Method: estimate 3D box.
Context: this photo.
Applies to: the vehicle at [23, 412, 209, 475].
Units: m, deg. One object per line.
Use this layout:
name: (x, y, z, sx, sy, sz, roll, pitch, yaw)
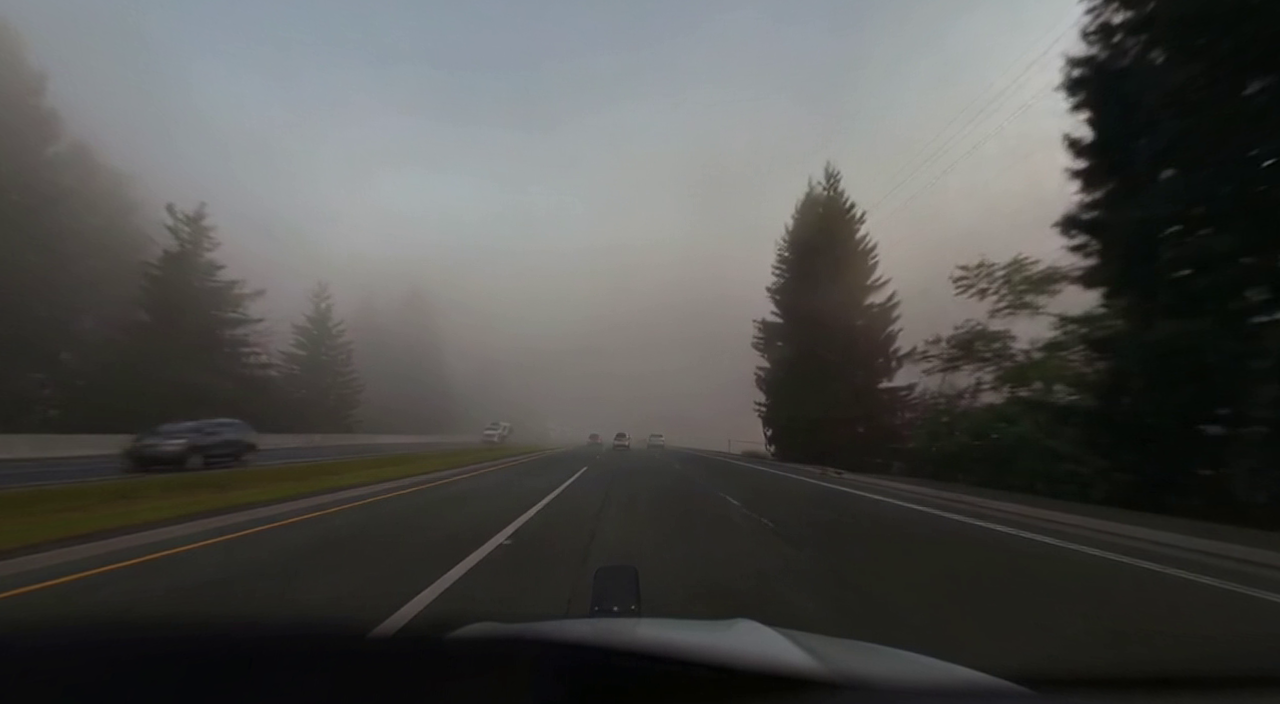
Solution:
vehicle: (-12.728, 2.240, 15.610, 1.657, 1.367, 3.463, 0, -8, -2)
